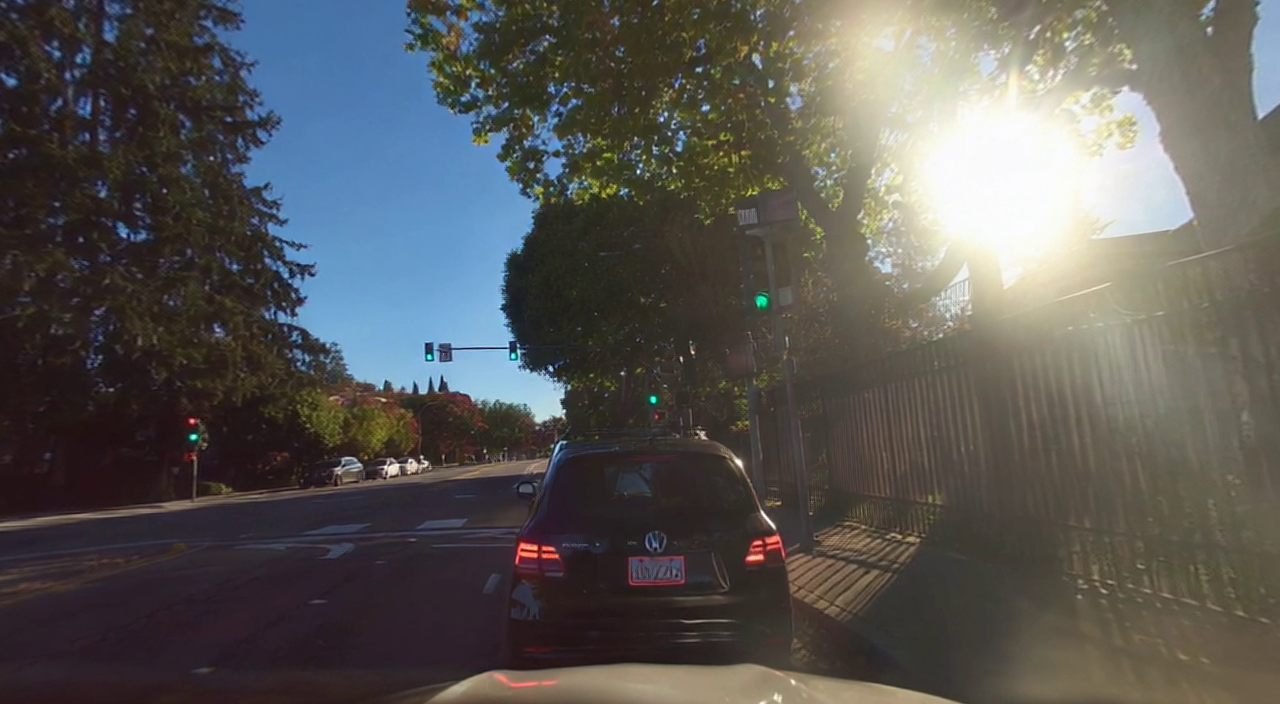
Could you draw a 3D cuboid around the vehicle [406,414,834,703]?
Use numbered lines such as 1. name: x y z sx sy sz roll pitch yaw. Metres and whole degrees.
1. vehicle: -0.261 1.327 4.888 2.024 1.502 3.702 1 -9 -6
